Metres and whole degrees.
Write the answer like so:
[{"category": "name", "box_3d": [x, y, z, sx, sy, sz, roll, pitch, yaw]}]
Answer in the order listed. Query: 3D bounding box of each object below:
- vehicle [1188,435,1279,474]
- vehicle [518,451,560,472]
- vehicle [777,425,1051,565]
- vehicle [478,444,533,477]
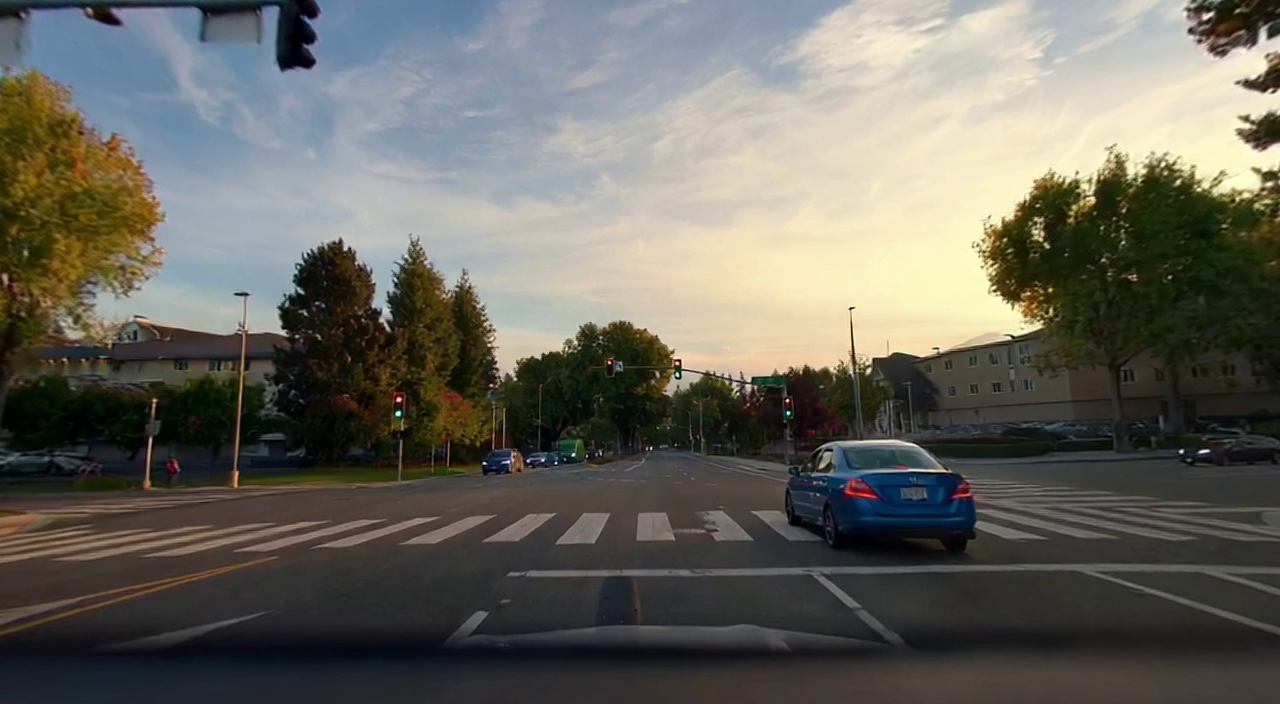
[{"category": "vehicle", "box_3d": [27.926, 4.608, 28.651, 4.598, 1.650, 2.087, 1, -9, -11]}, {"category": "vehicle", "box_3d": [-7.580, 8.254, 47.837, 1.906, 1.468, 4.686, -1, -9, 7]}, {"category": "vehicle", "box_3d": [3.661, 2.001, 9.694, 2.129, 1.581, 4.780, 0, -8, 1]}, {"category": "vehicle", "box_3d": [-8.185, 6.658, 38.919, 2.130, 1.874, 4.691, -1, -8, 2]}]
